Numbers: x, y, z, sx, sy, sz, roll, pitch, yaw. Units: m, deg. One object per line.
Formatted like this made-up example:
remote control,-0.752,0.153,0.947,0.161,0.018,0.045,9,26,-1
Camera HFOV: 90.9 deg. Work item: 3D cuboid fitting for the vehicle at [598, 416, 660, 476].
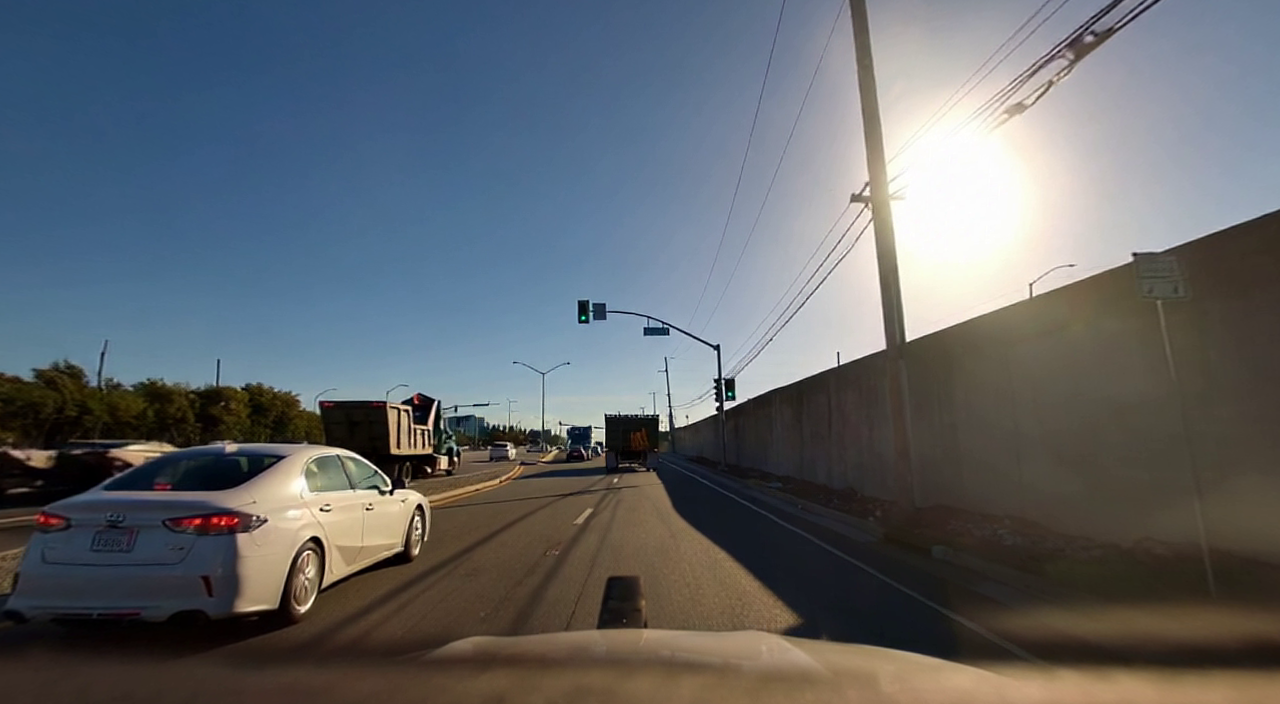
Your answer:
vehicle,-0.505,4.031,27.089,2.355,2.305,5.336,0,-9,-2

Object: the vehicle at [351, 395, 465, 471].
vehicle,-12.945,4.735,36.299,3.016,3.847,8.707,-1,-8,2

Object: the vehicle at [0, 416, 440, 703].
vehicle,-3.711,1.452,5.807,2.019,1.480,4.966,-1,-8,1
